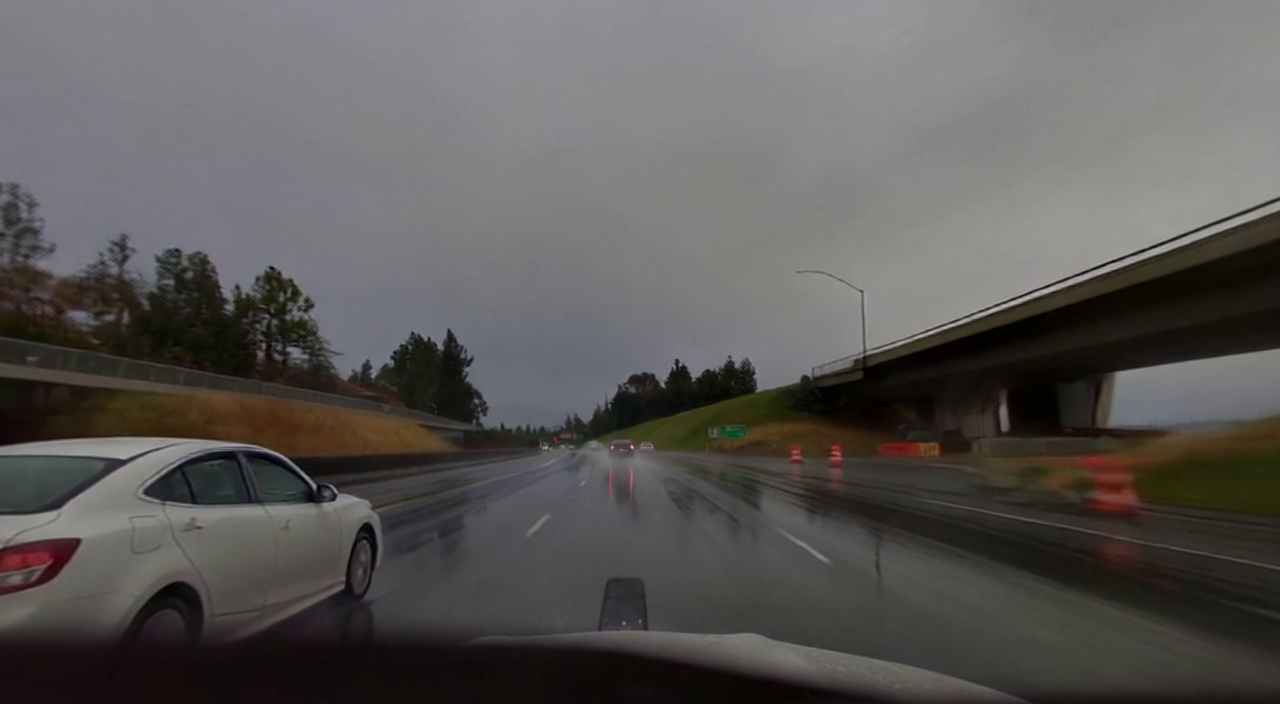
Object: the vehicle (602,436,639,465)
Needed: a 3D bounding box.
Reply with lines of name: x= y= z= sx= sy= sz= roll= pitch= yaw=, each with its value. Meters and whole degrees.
vehicle: x=-1.352 y=6.561 z=42.290 sx=2.328 sy=1.805 sz=4.502 roll=0 pitch=-8 yaw=-3
